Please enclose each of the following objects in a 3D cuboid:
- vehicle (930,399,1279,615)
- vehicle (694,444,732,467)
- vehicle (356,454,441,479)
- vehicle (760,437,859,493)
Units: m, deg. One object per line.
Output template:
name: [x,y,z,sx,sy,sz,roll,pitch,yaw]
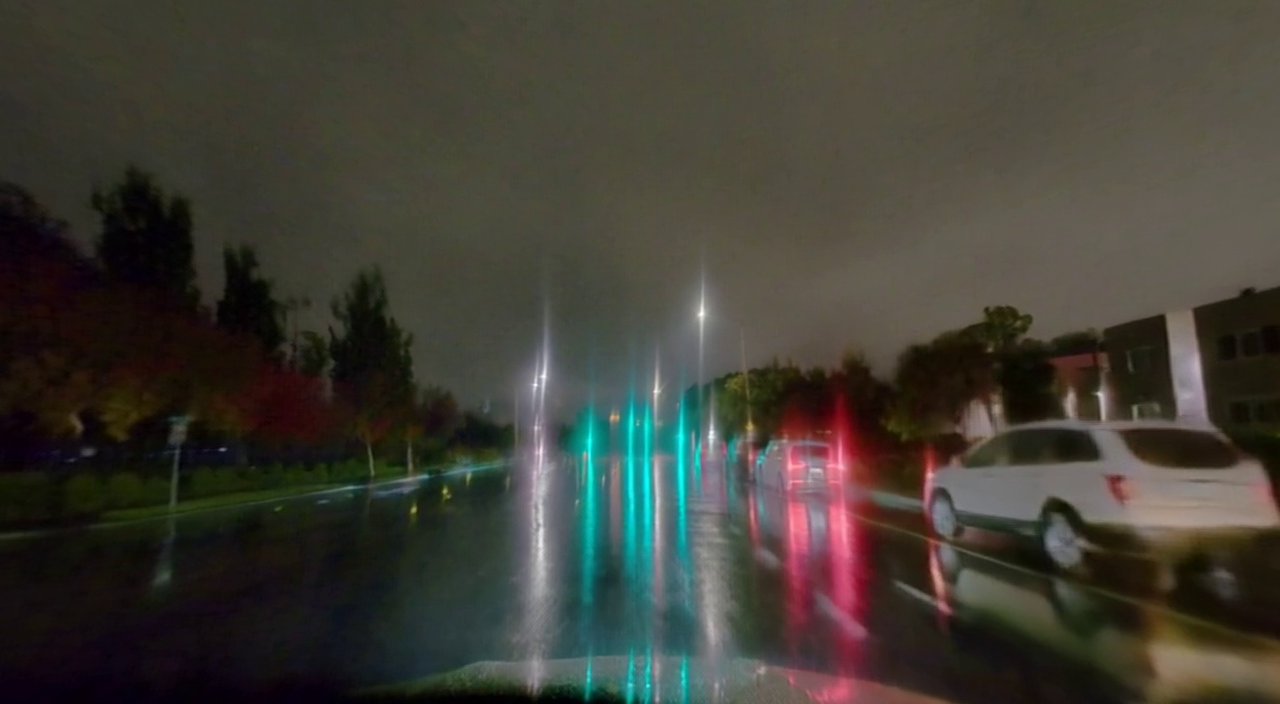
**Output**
vehicle: [5.316,1.535,7.176,1.990,1.694,4.179,0,-8,-1]
vehicle: [4.841,6.873,42.293,1.935,1.433,4.241,0,-8,-1]
vehicle: [-15.868,7.540,41.714,4.826,1.491,2.086,0,-8,-3]
vehicle: [5.139,3.460,19.721,1.837,1.532,3.886,0,-8,-3]
